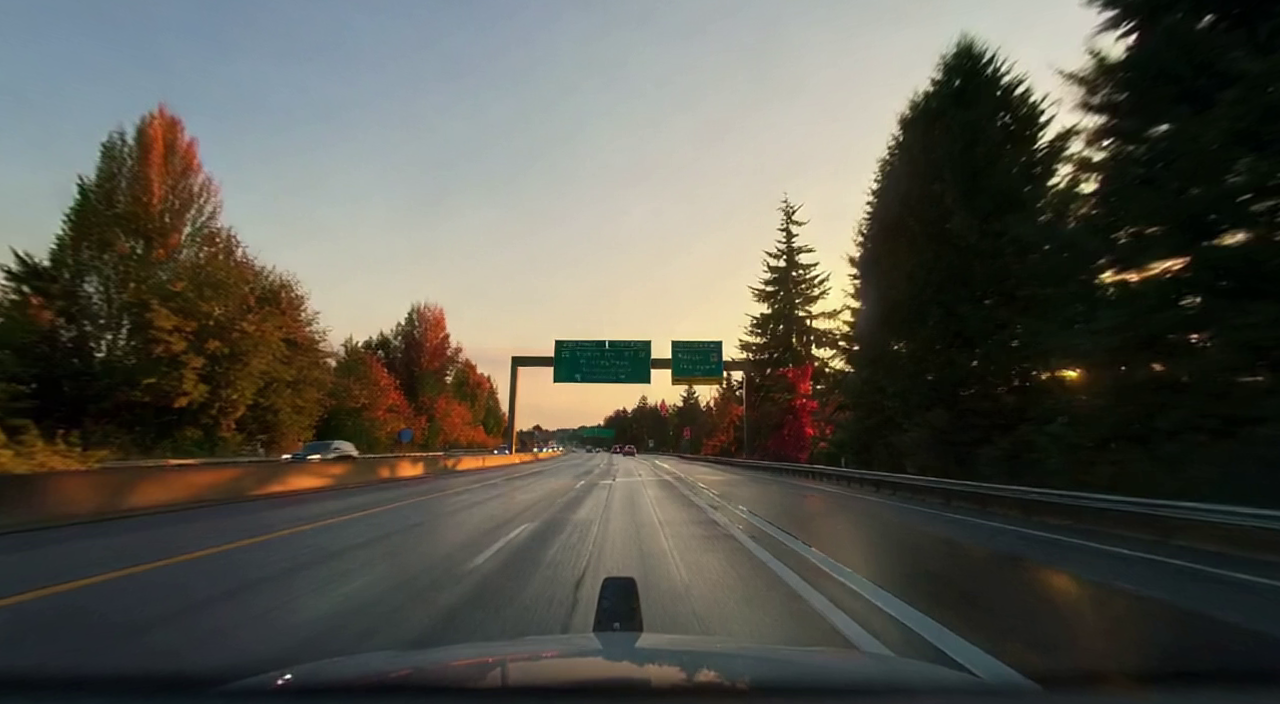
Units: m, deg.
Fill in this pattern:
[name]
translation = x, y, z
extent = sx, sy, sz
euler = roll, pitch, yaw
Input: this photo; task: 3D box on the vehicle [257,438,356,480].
[vehicle]
translation = -13.123, 4.230, 24.986
extent = 1.802, 1.493, 4.016
euler = 0, -9, -1
